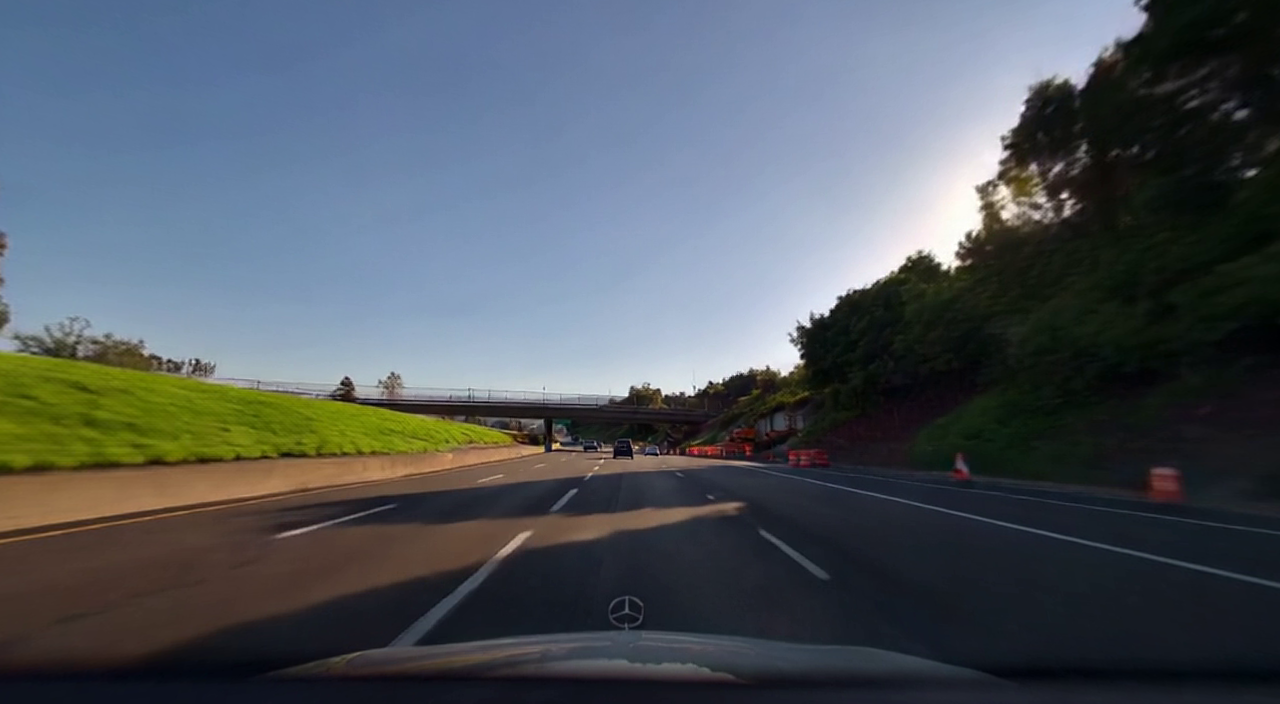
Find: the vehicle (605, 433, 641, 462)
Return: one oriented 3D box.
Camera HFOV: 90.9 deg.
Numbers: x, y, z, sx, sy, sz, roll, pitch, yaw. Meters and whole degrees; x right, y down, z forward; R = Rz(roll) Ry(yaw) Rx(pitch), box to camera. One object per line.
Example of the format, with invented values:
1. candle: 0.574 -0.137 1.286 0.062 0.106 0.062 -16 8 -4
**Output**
1. vehicle: -1.231 6.470 42.995 2.328 1.805 4.502 0 -8 -3
